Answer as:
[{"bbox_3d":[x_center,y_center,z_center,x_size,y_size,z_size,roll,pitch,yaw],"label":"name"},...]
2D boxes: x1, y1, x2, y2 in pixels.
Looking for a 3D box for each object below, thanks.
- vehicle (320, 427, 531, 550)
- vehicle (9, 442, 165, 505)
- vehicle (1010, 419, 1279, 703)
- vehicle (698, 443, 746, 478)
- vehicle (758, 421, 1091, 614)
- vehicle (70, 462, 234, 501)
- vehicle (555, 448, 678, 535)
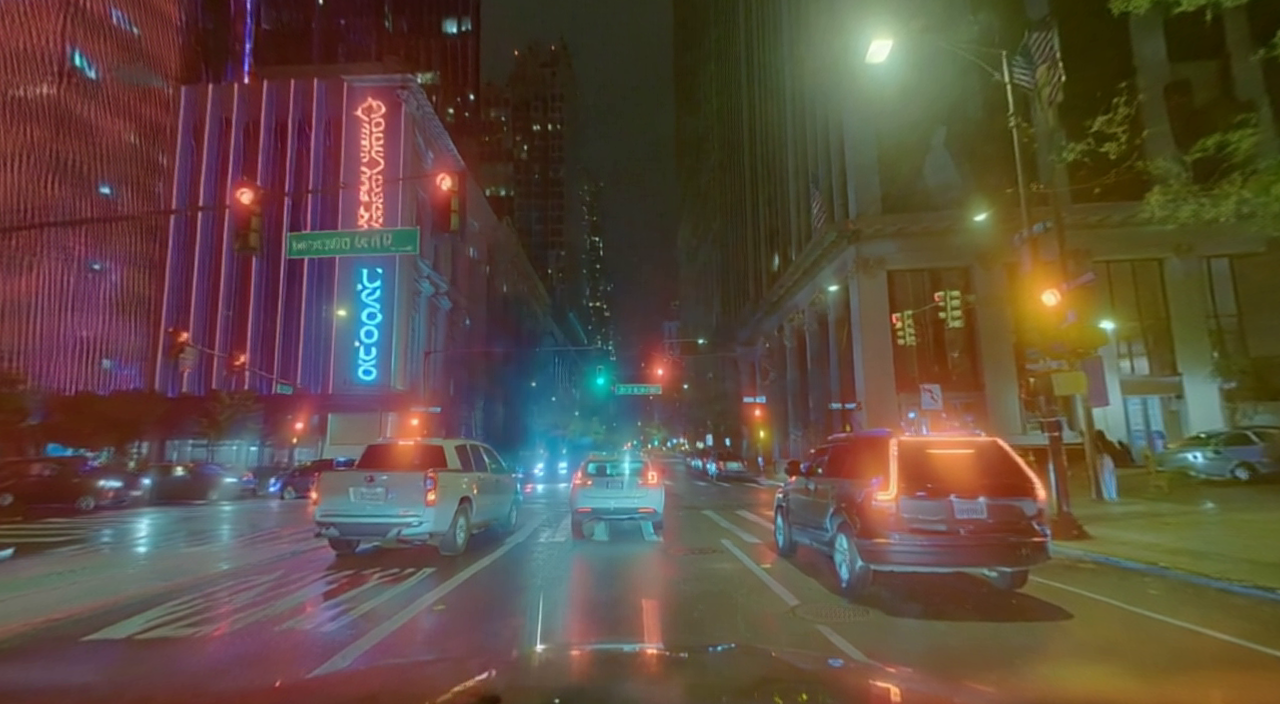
[{"bbox_3d":[-3.692,2.447,12.225,2.190,1.840,5.272,0,-8,1],"label":"vehicle"},{"bbox_3d":[-30.881,6.736,35.482,5.896,3.276,2.809,0,-8,0],"label":"vehicle"},{"bbox_3d":[2.737,0.762,0.696,1.902,1.454,4.540,0,-8,0],"label":"vehicle"},{"bbox_3d":[5.664,7.595,44.569,2.420,2.300,5.313,0,-8,-3],"label":"vehicle"},{"bbox_3d":[3.040,1.858,8.195,2.072,1.735,4.759,0,-8,0],"label":"vehicle"},{"bbox_3d":[-20.176,5.357,26.279,5.153,1.449,1.966,0,-8,1],"label":"vehicle"},{"bbox_3d":[-0.417,2.713,12.956,2.092,1.454,4.132,0,-8,0],"label":"vehicle"}]
